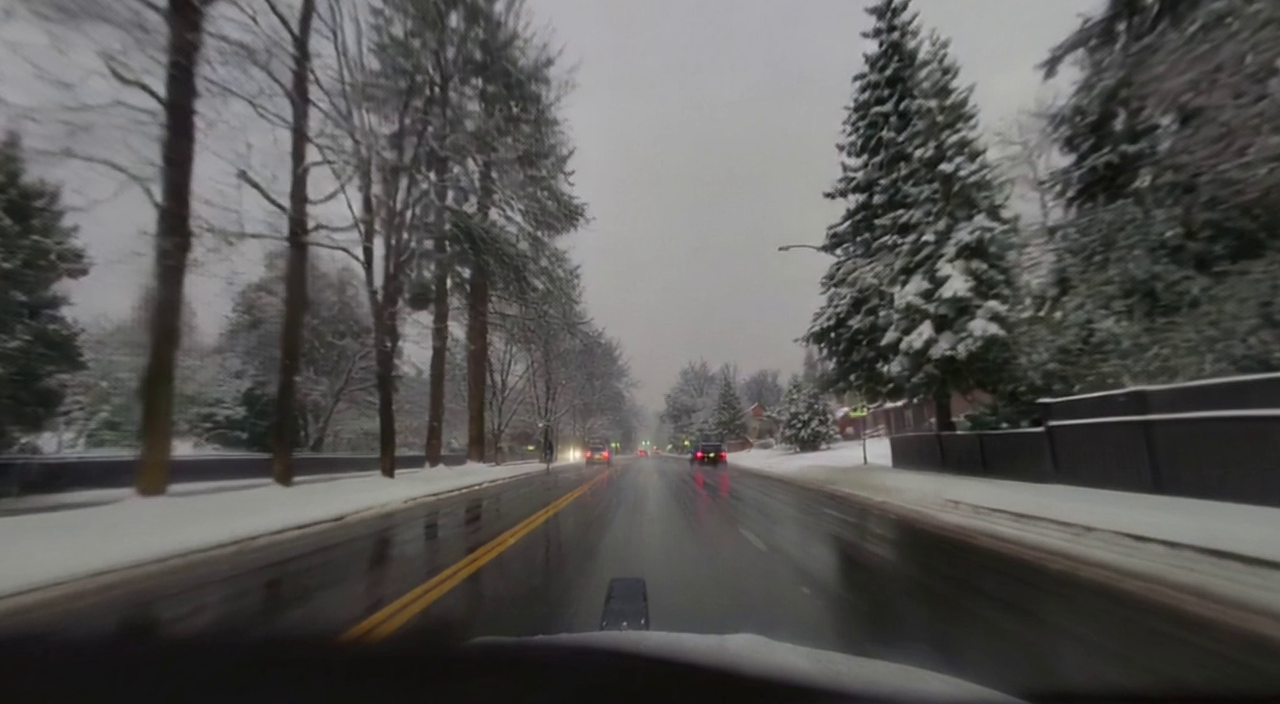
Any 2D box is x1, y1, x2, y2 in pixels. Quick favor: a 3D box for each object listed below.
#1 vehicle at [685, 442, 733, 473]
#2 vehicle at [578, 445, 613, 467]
[{"bbox_3d":[3.522,5.473,32.944,1.992,1.511,4.464,0,-9,0],"label":"vehicle"},{"bbox_3d":[-3.125,7.397,45.156,2.011,1.480,4.517,-1,-9,1],"label":"vehicle"}]
